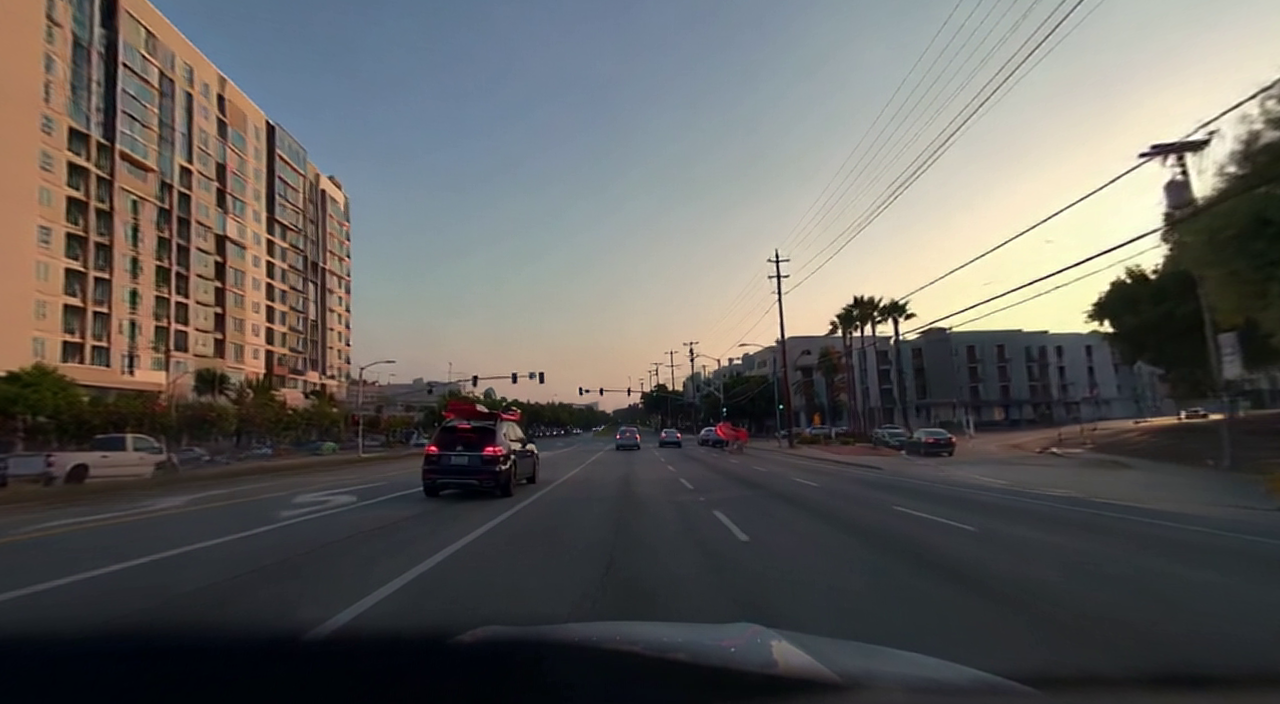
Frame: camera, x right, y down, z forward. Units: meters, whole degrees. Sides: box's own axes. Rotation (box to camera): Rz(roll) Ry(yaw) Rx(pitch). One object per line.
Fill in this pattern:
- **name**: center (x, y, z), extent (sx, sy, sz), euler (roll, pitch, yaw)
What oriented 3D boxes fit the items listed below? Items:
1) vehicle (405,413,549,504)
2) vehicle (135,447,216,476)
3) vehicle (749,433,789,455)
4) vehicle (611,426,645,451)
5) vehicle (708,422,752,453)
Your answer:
- **vehicle**: center (-3.501, 2.409, 14.611), extent (2.136, 1.779, 4.417), euler (0, -8, 0)
- **vehicle**: center (-28.583, 6.711, 39.078), extent (1.918, 1.635, 4.532), euler (1, -8, -7)
- **vehicle**: center (8.780, 6.306, 43.307), extent (1.897, 1.390, 4.391), euler (0, -8, 1)
- **vehicle**: center (-0.906, 6.153, 44.717), extent (2.302, 1.681, 4.217), euler (0, -8, -2)
- **vehicle**: center (6.074, 5.864, 43.211), extent (2.130, 1.979, 5.310), euler (0, -8, -1)
